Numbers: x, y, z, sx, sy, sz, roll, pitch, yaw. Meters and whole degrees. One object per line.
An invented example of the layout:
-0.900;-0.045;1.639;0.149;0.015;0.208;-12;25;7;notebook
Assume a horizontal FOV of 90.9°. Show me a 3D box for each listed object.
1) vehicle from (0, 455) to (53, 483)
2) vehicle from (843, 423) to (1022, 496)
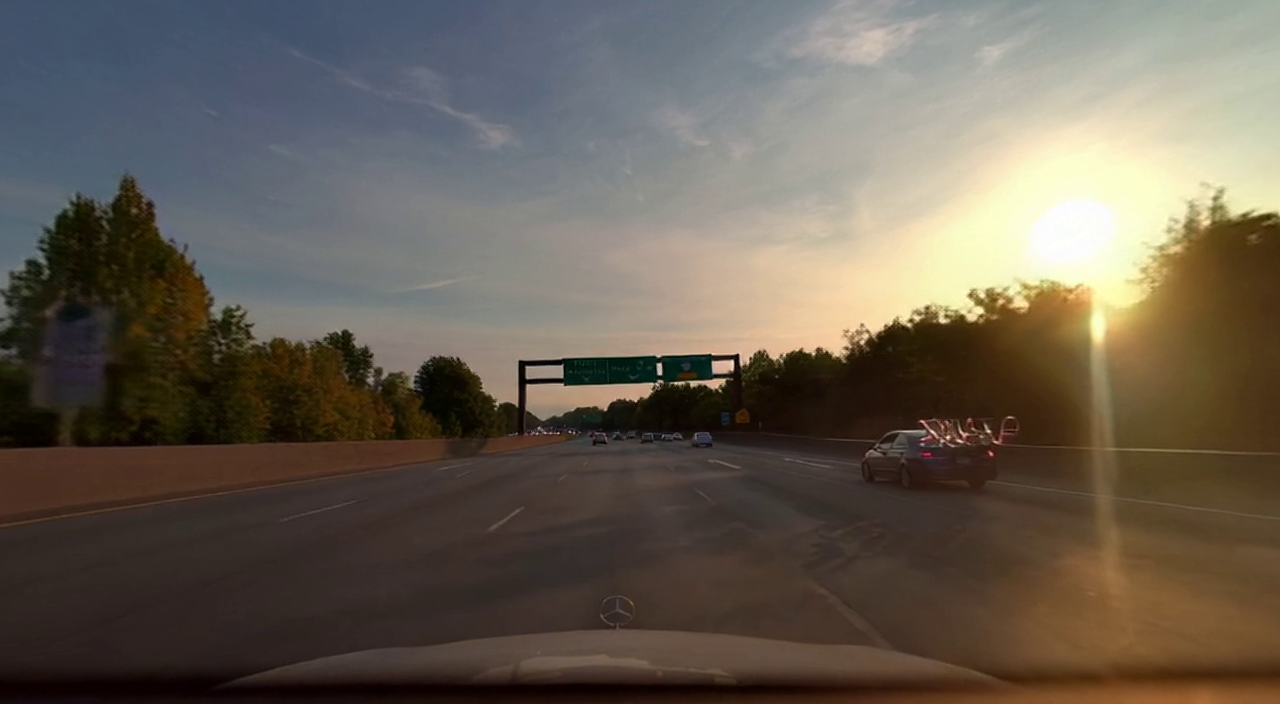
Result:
-38.017;7.022;37.938;1.739;1.457;4.072;1;-8;-7;vehicle
6.899;2.569;15.588;2.034;1.511;4.785;0;-8;-1;vehicle
